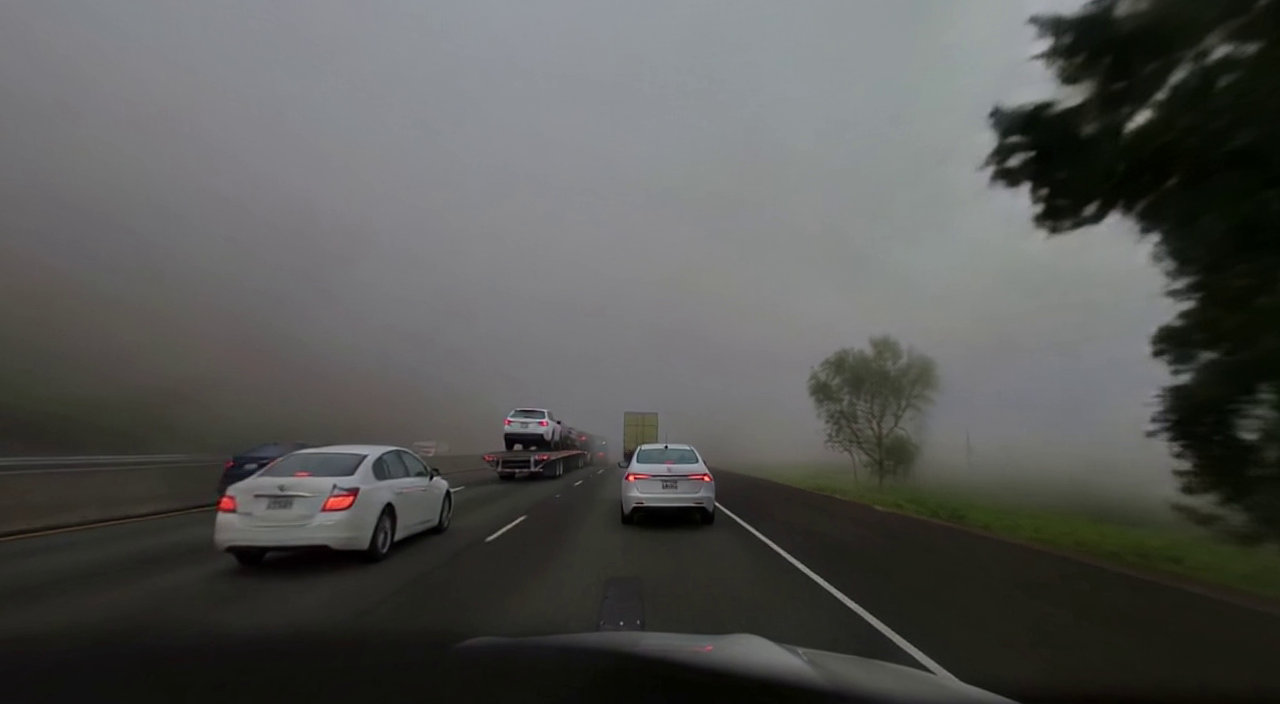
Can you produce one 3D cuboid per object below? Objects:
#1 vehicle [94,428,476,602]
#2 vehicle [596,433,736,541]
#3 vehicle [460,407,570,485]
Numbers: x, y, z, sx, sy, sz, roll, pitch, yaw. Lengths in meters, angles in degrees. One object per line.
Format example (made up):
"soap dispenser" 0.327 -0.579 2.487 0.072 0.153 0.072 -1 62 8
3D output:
"vehicle" -3.656 1.751 7.736 1.947 1.470 4.526 0 -9 2
"vehicle" 0.378 2.187 10.736 1.991 1.507 3.391 0 -9 0
"vehicle" -2.776 2.235 14.994 2.031 1.594 4.103 0 -9 -4
